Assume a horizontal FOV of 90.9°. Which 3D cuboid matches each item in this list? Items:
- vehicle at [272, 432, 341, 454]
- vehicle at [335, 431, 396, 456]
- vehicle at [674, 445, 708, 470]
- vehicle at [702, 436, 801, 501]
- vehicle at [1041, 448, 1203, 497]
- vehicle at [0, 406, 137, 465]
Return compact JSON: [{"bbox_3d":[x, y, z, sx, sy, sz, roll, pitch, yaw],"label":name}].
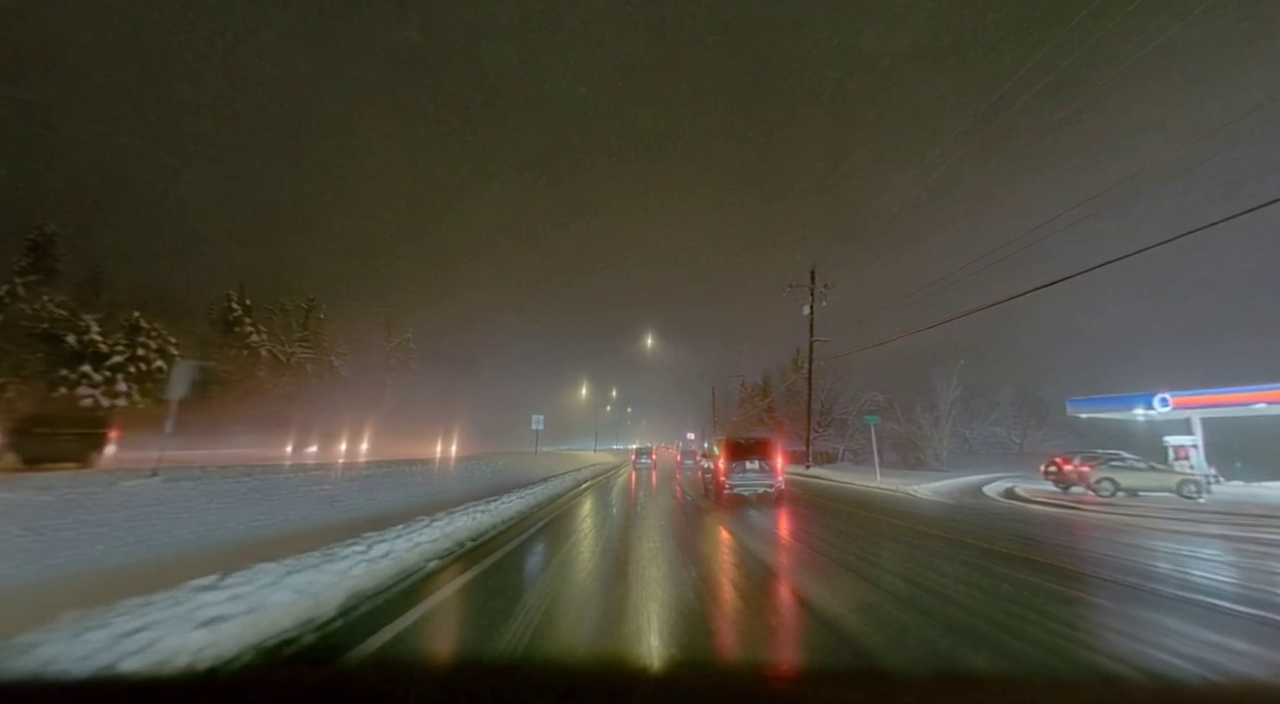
[{"bbox_3d":[-22.979,6.314,43.622,2.036,1.459,4.574,-1,-8,4],"label":"vehicle"},{"bbox_3d":[-19.123,6.397,44.115,1.941,1.629,4.557,-1,-8,4],"label":"vehicle"},{"bbox_3d":[3.506,7.349,44.031,2.012,1.612,4.114,0,-8,0],"label":"vehicle"},{"bbox_3d":[3.314,3.563,19.813,2.184,1.777,4.712,0,-8,-1],"label":"vehicle"},{"bbox_3d":[18.017,4.498,23.683,4.587,1.710,1.969,1,-9,-5],"label":"vehicle"},{"bbox_3d":[-20.133,2.825,20.998,2.037,1.761,5.401,0,-8,3],"label":"vehicle"}]
